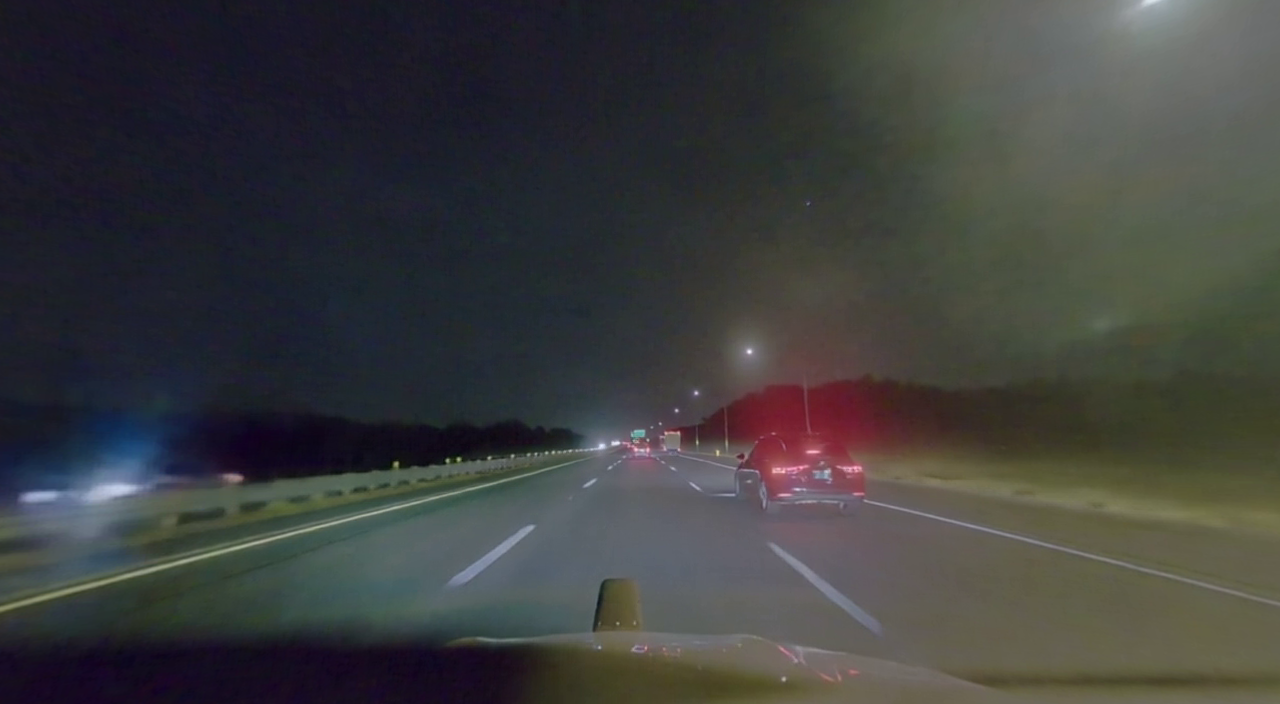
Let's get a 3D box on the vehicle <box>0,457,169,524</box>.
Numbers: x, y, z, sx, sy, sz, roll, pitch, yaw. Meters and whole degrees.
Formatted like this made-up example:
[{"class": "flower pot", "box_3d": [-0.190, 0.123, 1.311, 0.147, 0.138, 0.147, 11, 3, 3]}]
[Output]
[{"class": "vehicle", "box_3d": [-15.868, 3.730, 17.391, 1.930, 1.511, 4.717, 0, -9, 0]}]
